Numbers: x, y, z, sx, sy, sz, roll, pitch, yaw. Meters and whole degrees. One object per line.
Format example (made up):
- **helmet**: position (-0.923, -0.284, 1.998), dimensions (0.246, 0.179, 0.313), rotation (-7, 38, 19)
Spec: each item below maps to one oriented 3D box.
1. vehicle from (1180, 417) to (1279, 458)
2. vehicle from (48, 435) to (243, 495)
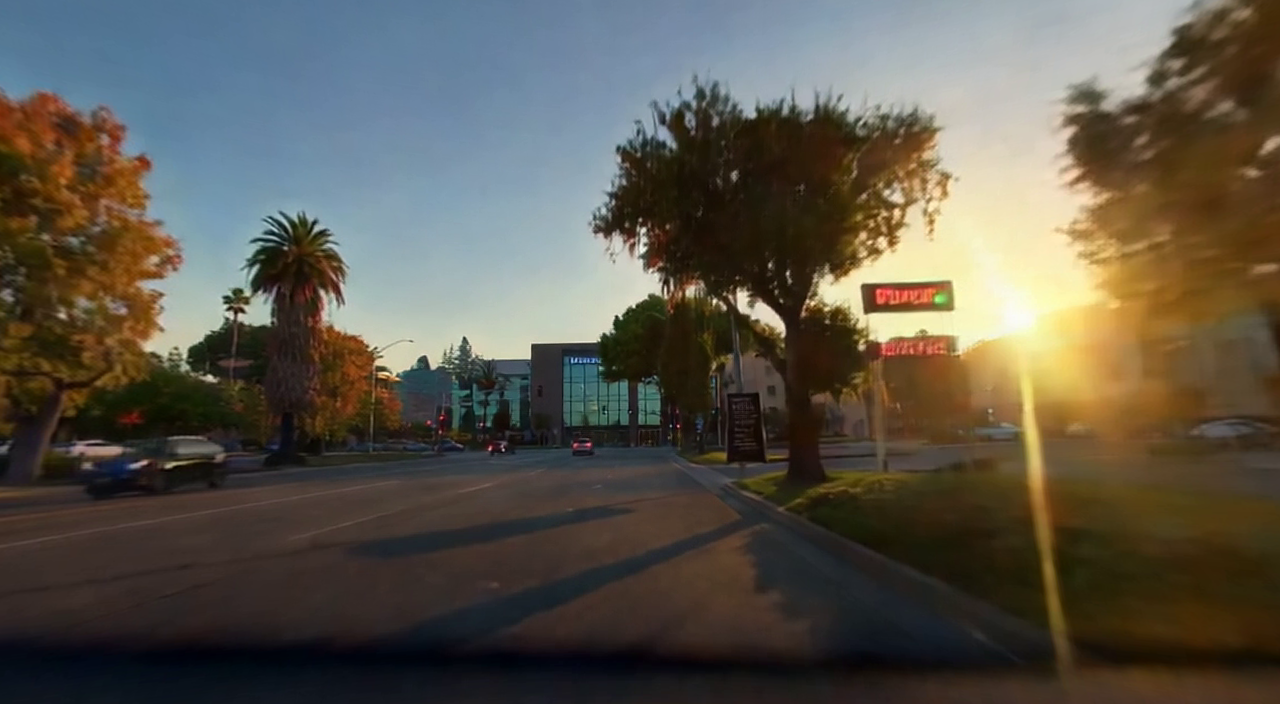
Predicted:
- **vehicle**: position (25.267, 3.501, 25.598), dimensions (4.649, 1.611, 1.945), rotation (0, -8, 0)
- **vehicle**: position (-17.127, 3.910, 22.289), dimensions (2.221, 1.832, 5.572), rotation (0, -8, 2)
